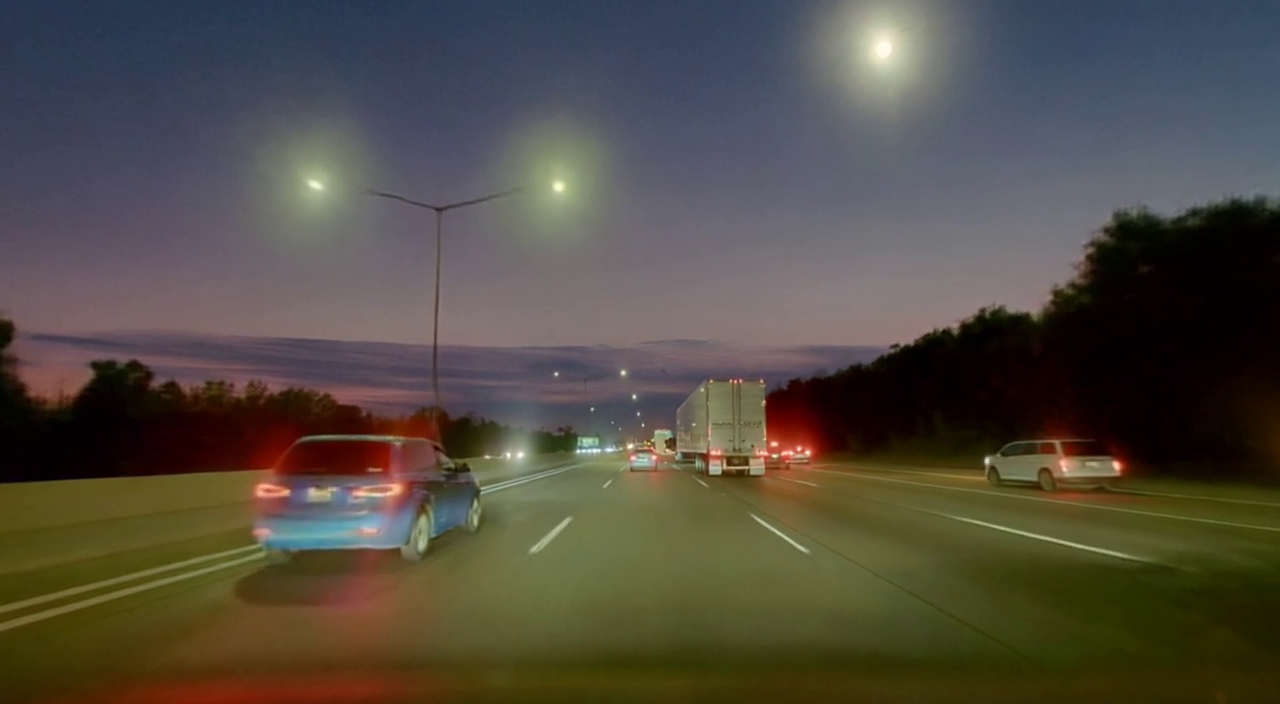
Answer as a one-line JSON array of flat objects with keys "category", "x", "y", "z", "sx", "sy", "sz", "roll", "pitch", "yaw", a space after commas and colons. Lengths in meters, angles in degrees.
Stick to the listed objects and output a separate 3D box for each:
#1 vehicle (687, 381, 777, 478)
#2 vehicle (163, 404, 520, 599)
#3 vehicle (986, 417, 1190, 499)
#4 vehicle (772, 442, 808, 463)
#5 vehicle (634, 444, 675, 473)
[{"category": "vehicle", "x": 4.362, "y": 4.206, "z": 33.041, "sx": 2.821, "sy": 4.077, "sz": 12.562, "roll": 0, "pitch": -9, "yaw": 0}, {"category": "vehicle", "x": -3.151, "y": 1.705, "z": 8.069, "sx": 2.237, "sy": 1.745, "sz": 4.575, "roll": 0, "pitch": -9, "yaw": 1}, {"category": "vehicle", "x": 11.235, "y": 2.699, "z": 16.331, "sx": 2.041, "sy": 1.824, "sz": 4.376, "roll": 0, "pitch": -9, "yaw": 0}, {"category": "vehicle", "x": 11.600, "y": 7.821, "z": 48.991, "sx": 1.876, "sy": 1.552, "sz": 3.640, "roll": 0, "pitch": -9, "yaw": 0}, {"category": "vehicle", "x": 0.713, "y": 5.780, "z": 34.359, "sx": 2.063, "sy": 1.469, "sz": 4.208, "roll": 0, "pitch": -9, "yaw": -1}]
